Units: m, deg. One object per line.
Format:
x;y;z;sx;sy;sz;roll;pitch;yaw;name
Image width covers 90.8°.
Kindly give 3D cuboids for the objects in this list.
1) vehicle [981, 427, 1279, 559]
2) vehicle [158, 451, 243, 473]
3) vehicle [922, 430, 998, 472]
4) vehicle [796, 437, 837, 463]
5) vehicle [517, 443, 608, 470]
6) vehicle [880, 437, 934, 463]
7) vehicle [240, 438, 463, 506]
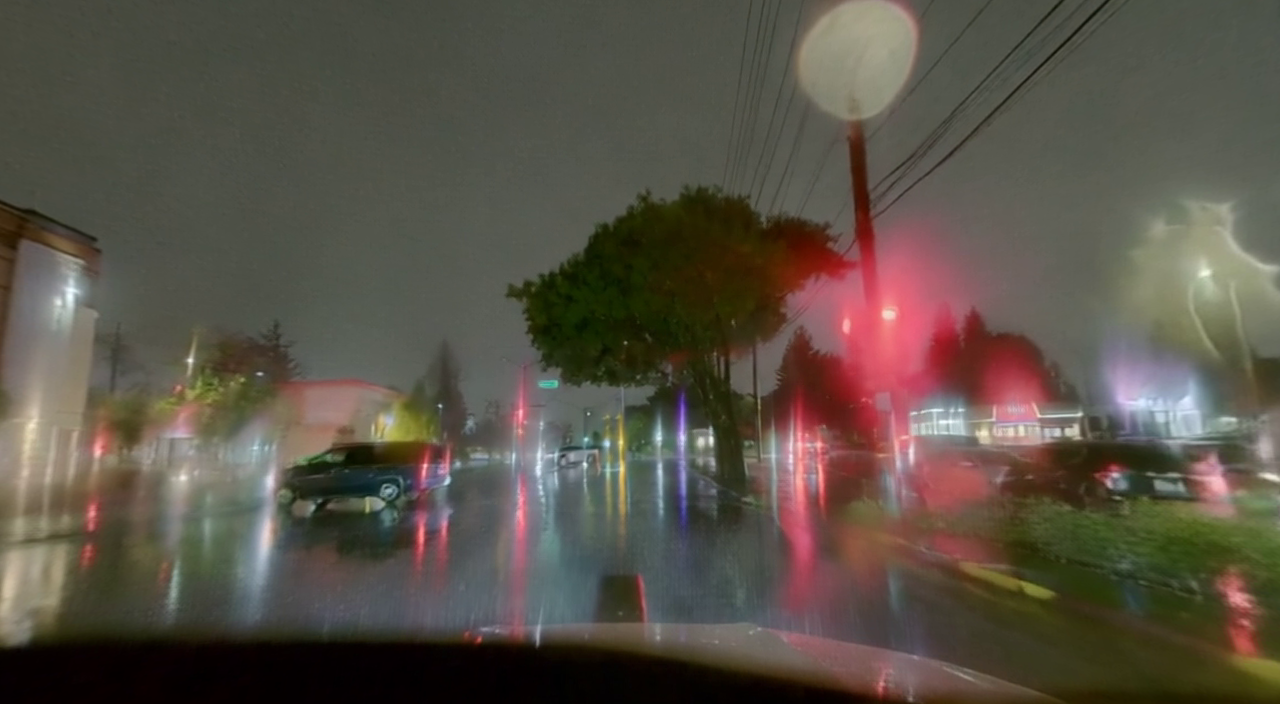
6.928;1.951;9.583;1.867;1.479;4.452;-2;-9;12;vehicle
-32.293;8.061;46.518;1.840;1.451;4.657;-6;-10;33;vehicle
13.777;4.294;27.489;1.921;1.657;4.400;-2;-9;14;vehicle
11.375;6.346;41.006;2.061;1.519;4.794;-2;-8;10;vehicle
-4.447;6.009;36.575;4.792;1.468;2.116;-2;-9;14;vehicle
16.437;6.039;39.113;1.951;1.491;4.359;-1;-8;7;vehicle
-6.650;2.791;14.917;4.376;1.476;1.791;0;-8;2;vehicle
